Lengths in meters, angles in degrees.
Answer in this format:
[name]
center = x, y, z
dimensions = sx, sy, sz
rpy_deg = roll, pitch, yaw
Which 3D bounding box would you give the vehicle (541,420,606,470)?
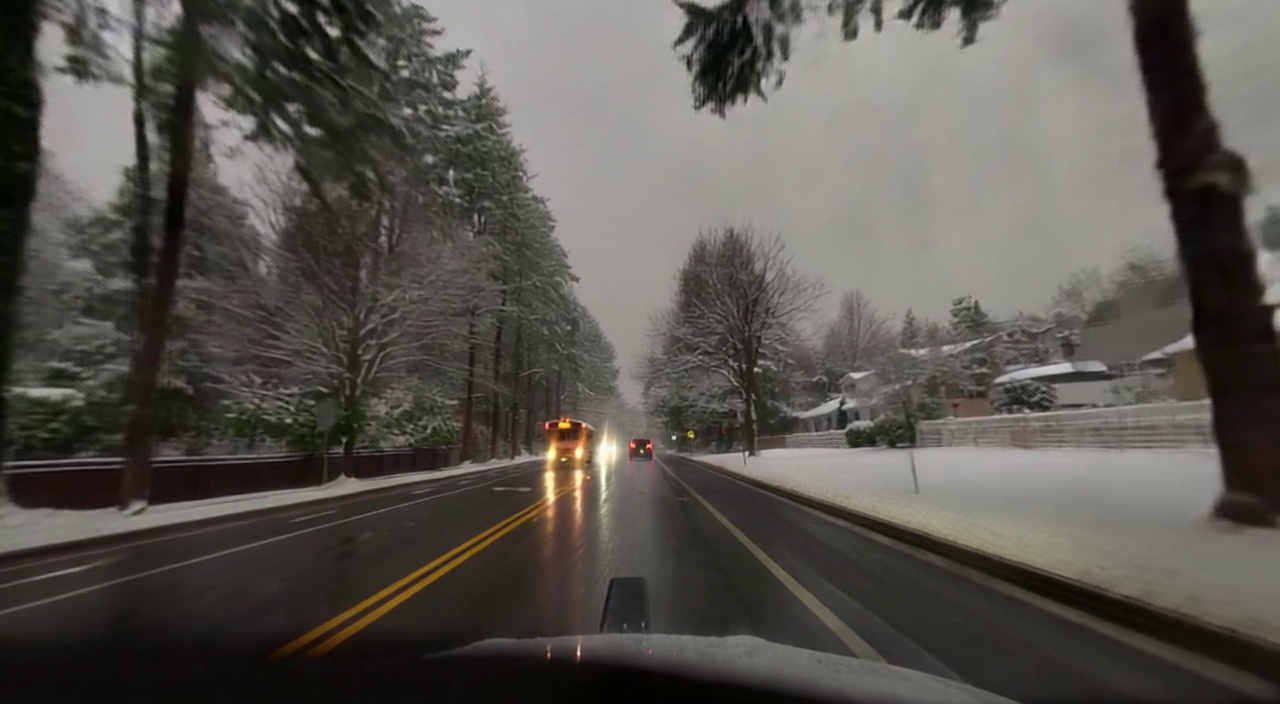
[vehicle]
center = -4.028, 5.962, 40.450
dimensions = 2.966, 2.818, 9.113
rpy_deg = 0, -8, 2
